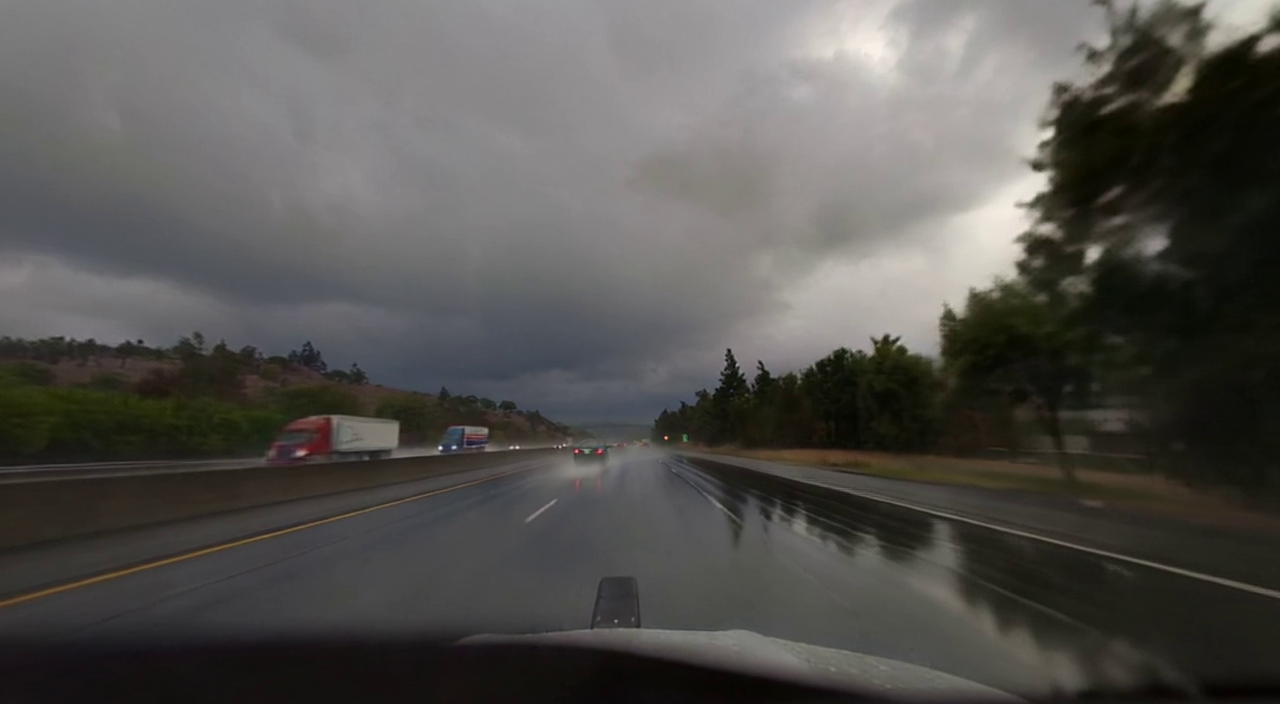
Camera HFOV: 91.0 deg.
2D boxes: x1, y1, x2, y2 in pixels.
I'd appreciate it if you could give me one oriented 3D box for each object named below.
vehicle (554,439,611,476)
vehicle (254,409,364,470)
[{"bbox_3d":[-2.534,4.798,28.984,2.158,1.562,4.373,0,-8,1],"label":"vehicle"},{"bbox_3d":[-24.634,6.658,47.735,2.970,4.086,9.830,0,-8,0],"label":"vehicle"}]
